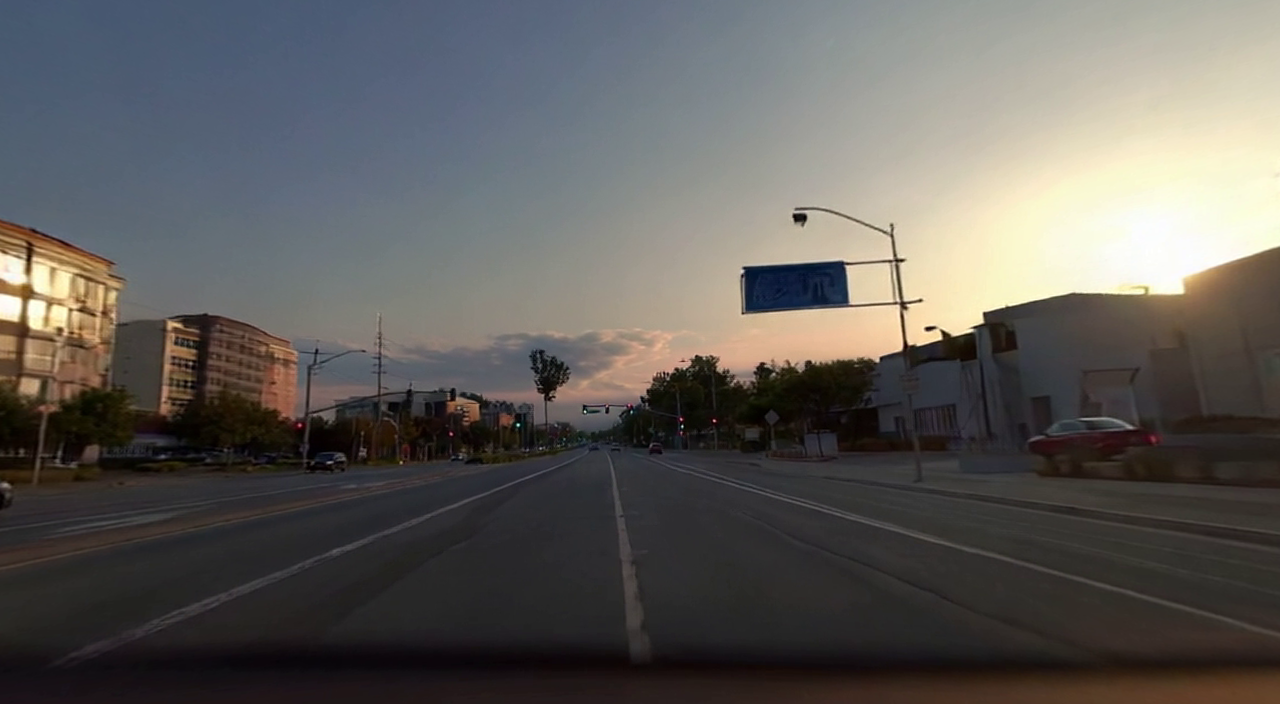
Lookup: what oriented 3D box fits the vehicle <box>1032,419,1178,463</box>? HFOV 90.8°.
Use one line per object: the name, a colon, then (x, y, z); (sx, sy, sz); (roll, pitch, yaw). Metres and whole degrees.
vehicle: (16.931, 3.287, 23.344); (1.812, 1.467, 4.411); (0, -8, -4)
